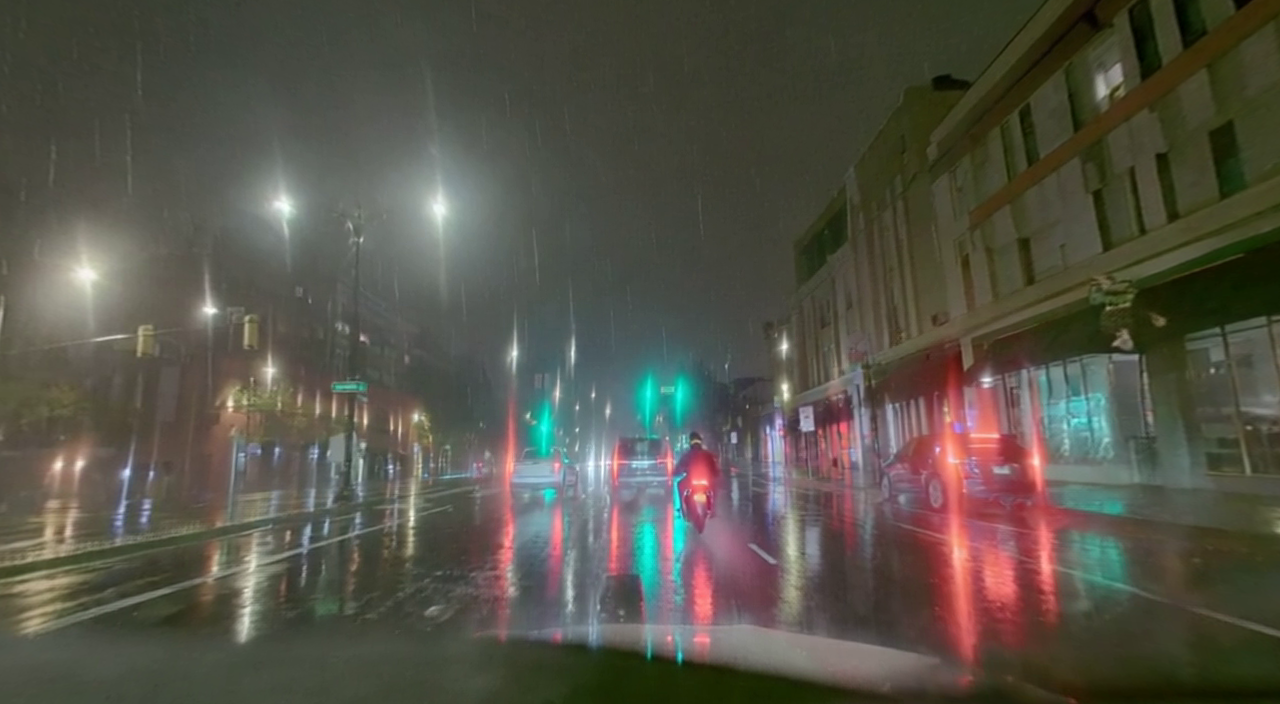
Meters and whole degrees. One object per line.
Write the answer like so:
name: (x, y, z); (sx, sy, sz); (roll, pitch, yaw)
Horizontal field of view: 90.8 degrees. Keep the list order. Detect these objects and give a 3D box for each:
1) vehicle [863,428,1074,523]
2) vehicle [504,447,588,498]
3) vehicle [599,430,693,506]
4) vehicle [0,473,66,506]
vehicle: (7.161, 2.725, 14.600); (2.018, 1.772, 4.968); (0, -9, -2)
vehicle: (-2.990, 3.938, 21.089); (2.014, 1.470, 4.552); (-1, -8, 1)
vehicle: (0.160, 3.081, 17.236); (2.223, 1.775, 4.250); (0, -8, 0)
vehicle: (-39.795, 8.661, 39.901); (4.961, 1.878, 1.967); (0, -9, -2)
